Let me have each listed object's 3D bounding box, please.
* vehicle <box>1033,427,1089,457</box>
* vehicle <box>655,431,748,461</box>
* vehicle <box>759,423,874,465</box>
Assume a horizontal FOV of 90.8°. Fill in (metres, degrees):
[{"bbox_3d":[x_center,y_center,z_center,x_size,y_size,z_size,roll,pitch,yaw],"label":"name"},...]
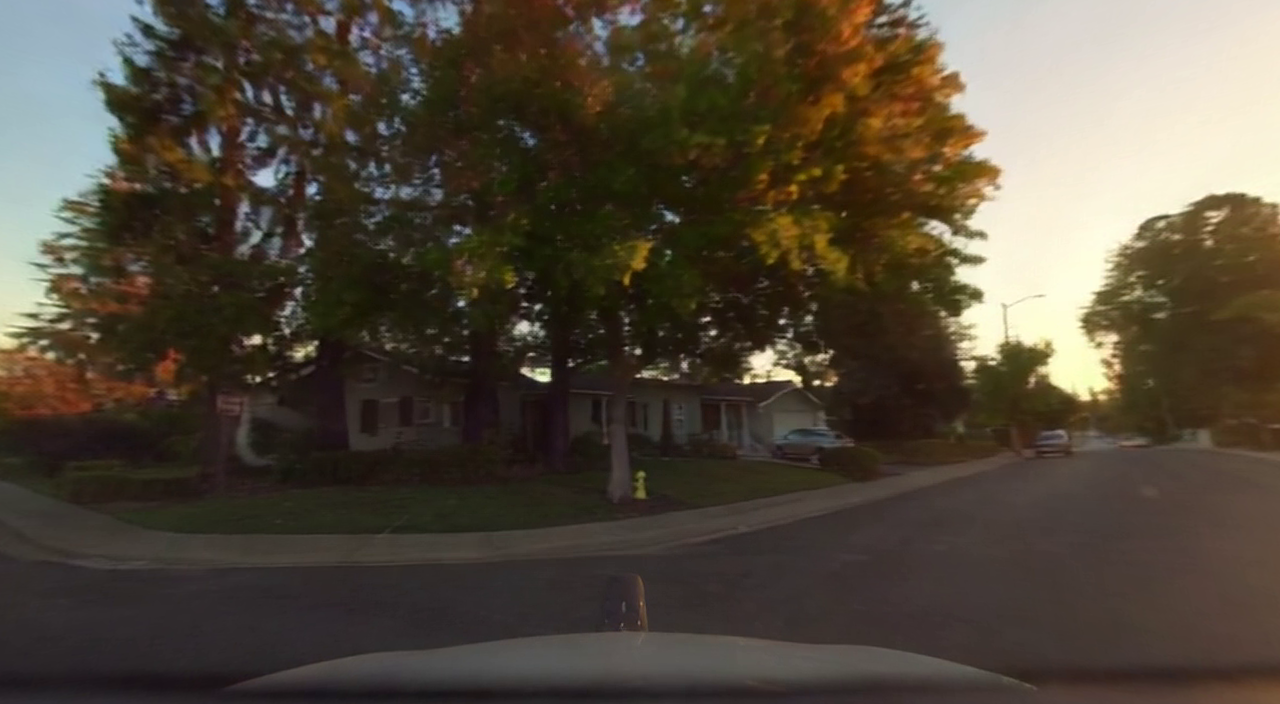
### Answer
[{"bbox_3d":[26.566,5.668,39.817,2.319,1.758,4.545,-7,-11,39],"label":"vehicle"},{"bbox_3d":[3.147,4.896,32.866,4.531,1.470,1.855,-7,-11,39],"label":"vehicle"},{"bbox_3d":[7.934,4.183,28.640,4.559,1.745,1.918,-6,-10,36],"label":"vehicle"}]
